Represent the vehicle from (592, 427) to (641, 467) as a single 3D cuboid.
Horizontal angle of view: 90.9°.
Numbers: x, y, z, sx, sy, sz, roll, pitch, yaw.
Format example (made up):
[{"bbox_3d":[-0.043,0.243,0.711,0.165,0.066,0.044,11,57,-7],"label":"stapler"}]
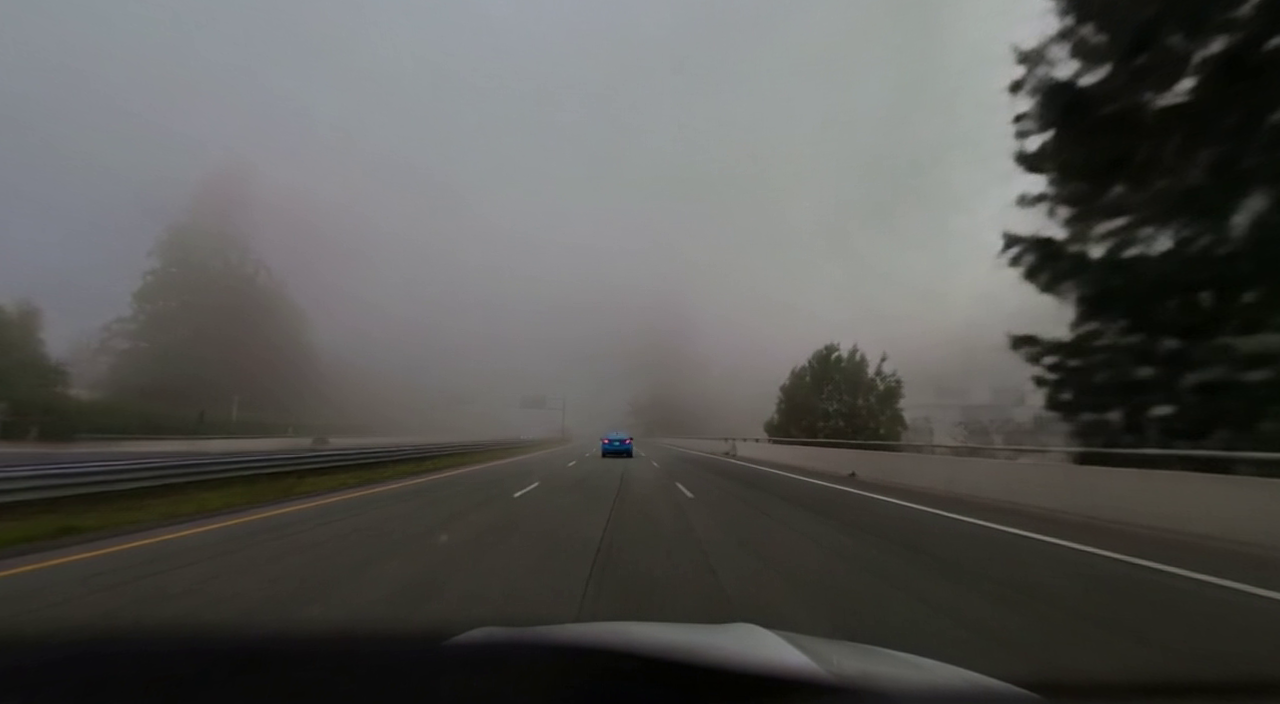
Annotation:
[{"bbox_3d":[-1.043,4.163,27.815,2.020,1.633,3.942,0,-8,-2],"label":"vehicle"}]
